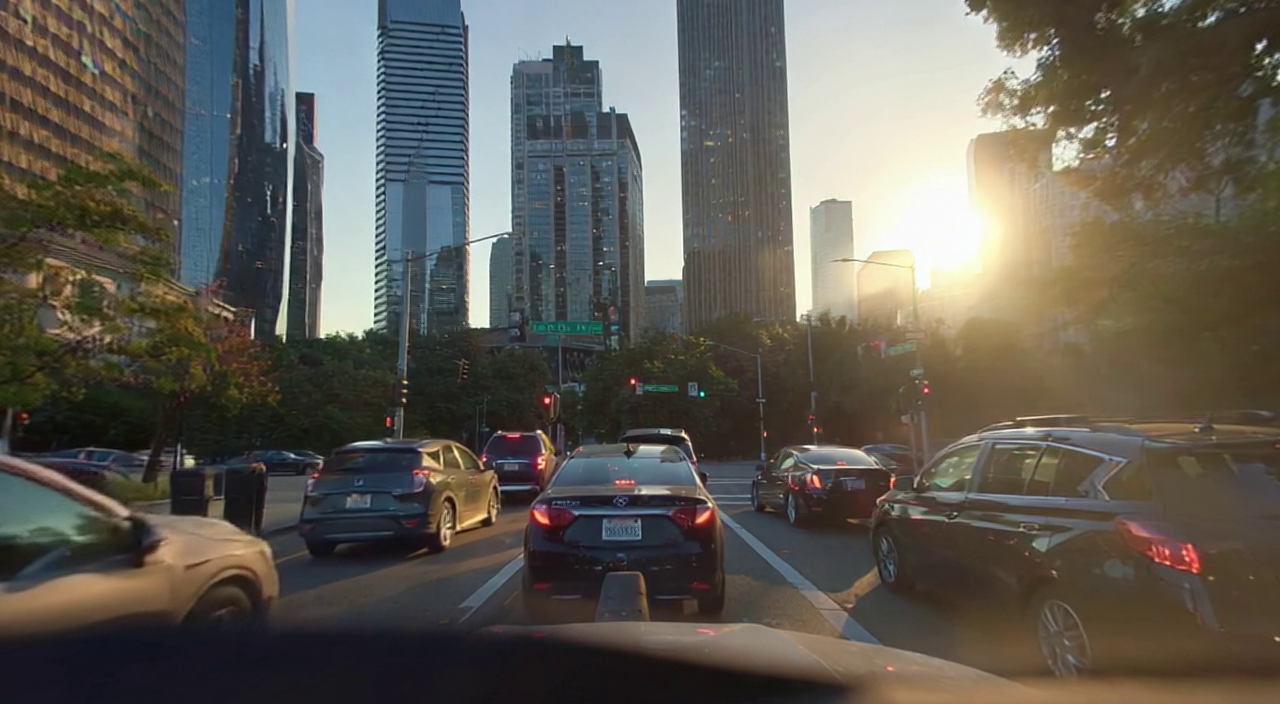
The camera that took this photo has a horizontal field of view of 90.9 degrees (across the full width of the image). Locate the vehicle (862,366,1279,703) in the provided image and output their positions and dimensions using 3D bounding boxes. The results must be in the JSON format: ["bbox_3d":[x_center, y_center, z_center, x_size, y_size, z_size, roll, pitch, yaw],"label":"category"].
[{"bbox_3d":[3.342,1.160,4.182,2.179,1.631,4.173,0,-8,0],"label":"vehicle"}]

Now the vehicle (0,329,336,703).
[{"bbox_3d":[-3.120,0.776,1.848,2.181,1.723,4.550,0,-8,0],"label":"vehicle"}]

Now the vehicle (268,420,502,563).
[{"bbox_3d":[-3.622,2.041,10.039,2.046,1.744,4.407,0,-8,-3],"label":"vehicle"}]

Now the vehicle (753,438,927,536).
[{"bbox_3d":[3.579,2.477,12.330,1.973,1.537,4.533,0,-8,1],"label":"vehicle"}]

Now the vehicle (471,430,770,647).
[{"bbox_3d":[-0.142,1.552,6.253,2.031,1.461,3.763,0,-8,0],"label":"vehicle"}]
